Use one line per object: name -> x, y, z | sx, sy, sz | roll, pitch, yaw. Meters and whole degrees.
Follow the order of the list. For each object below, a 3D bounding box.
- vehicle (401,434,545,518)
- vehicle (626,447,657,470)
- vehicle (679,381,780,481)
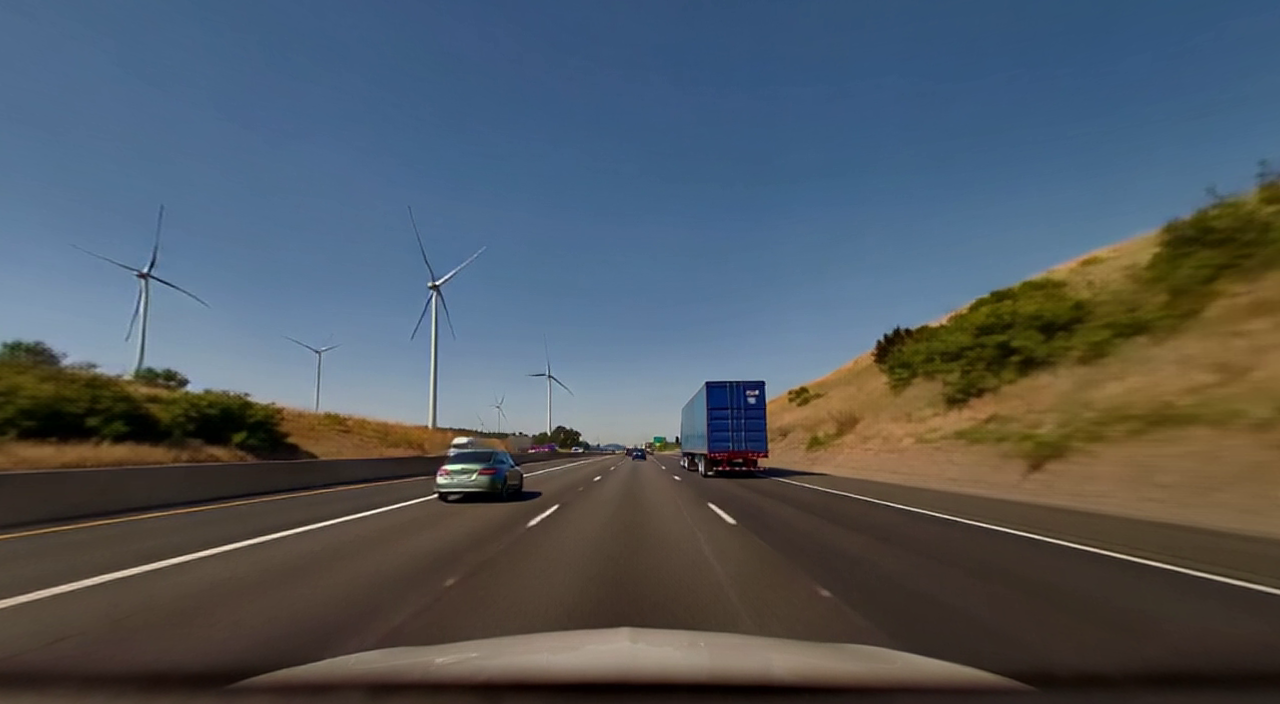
vehicle -> -3.371, 2.589, 13.631 | 1.952, 1.521, 4.095 | 0, -9, 0
vehicle -> 0.074, 7.037, 41.829 | 1.931, 1.453, 3.695 | 0, -9, -1
vehicle -> 3.999, 4.198, 32.179 | 2.947, 3.989, 13.568 | 0, -9, -1
